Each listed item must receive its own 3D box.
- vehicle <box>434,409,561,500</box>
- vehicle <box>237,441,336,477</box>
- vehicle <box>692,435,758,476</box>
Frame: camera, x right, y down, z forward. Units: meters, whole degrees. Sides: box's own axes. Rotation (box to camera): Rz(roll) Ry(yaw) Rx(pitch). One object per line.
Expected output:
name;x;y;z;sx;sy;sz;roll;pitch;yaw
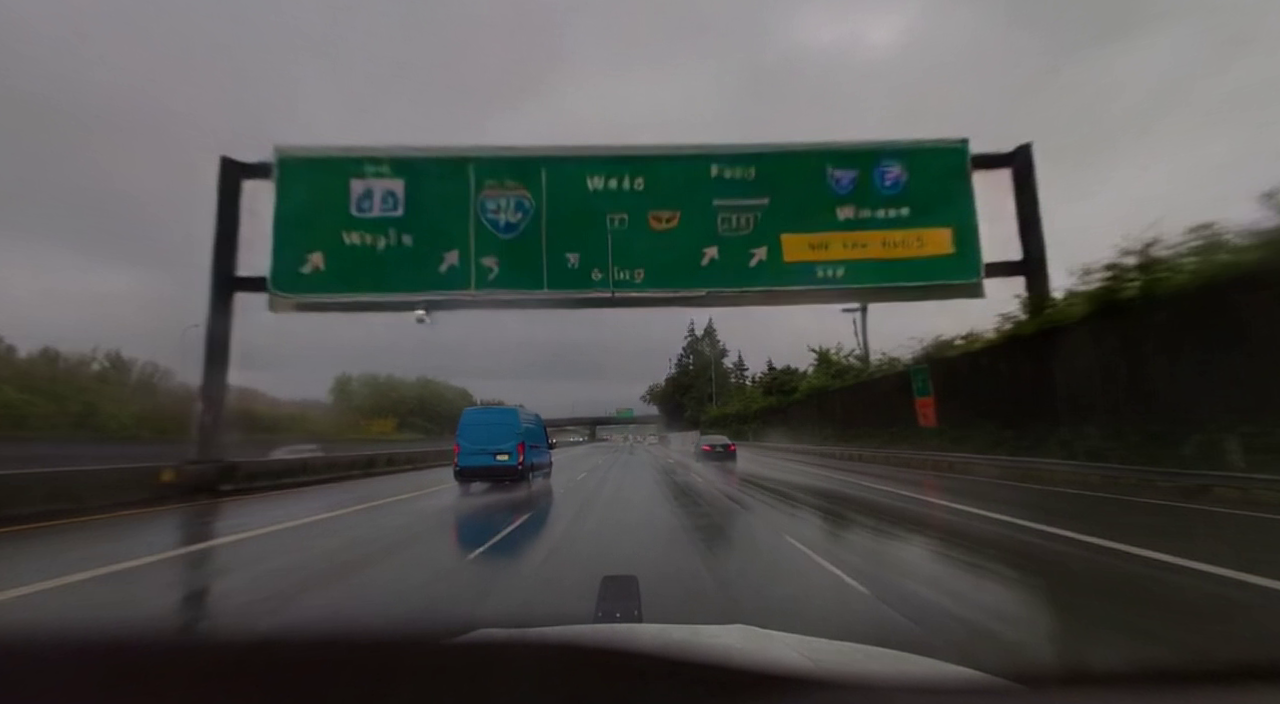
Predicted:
vehicle;-3.559;2.672;16.910;2.275;2.053;5.082;0;-8;-1
vehicle;-16.470;4.993;29.712;1.865;1.497;4.820;0;-8;0
vehicle;3.261;4.053;25.033;2.020;1.464;3.803;0;-8;-1
